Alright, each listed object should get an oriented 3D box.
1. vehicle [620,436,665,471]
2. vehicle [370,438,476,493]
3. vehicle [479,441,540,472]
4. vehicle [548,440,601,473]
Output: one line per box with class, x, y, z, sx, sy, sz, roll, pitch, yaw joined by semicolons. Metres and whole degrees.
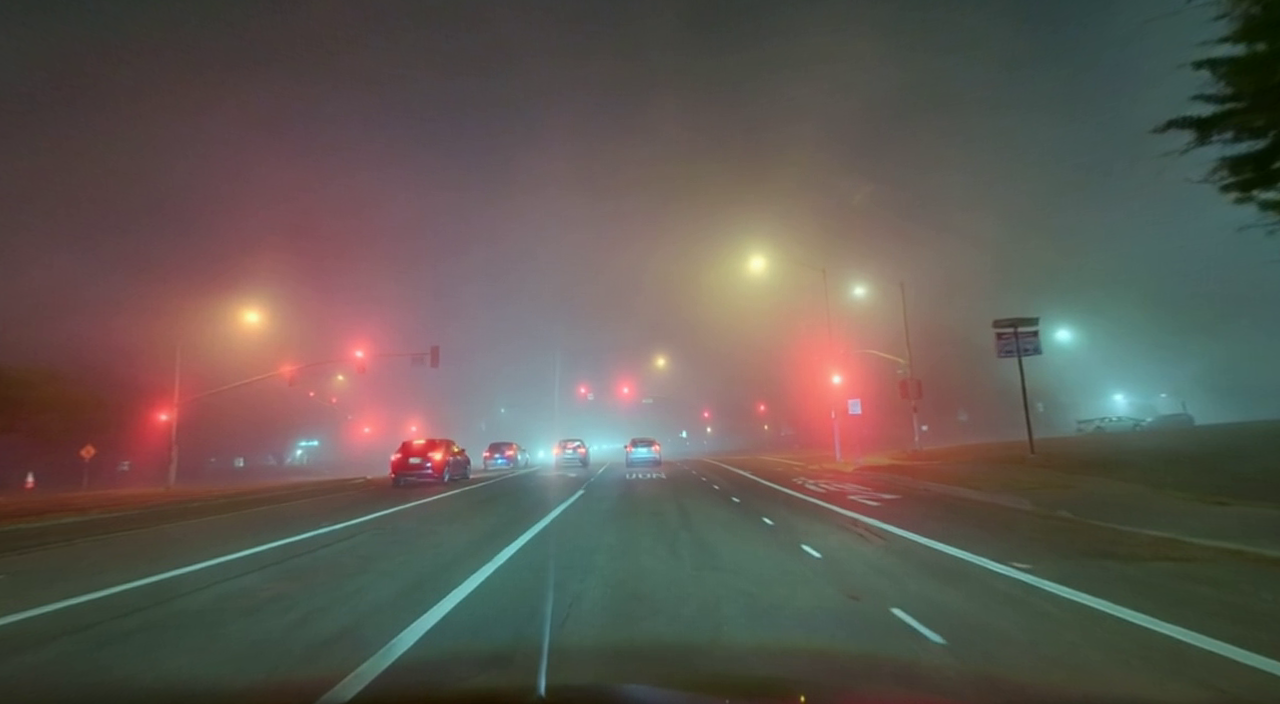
vehicle;0.119;4.758;29.742;1.985;1.521;3.968;0;-8;1
vehicle;-6.749;3.554;20.161;1.869;1.570;4.064;0;-8;1
vehicle;-6.493;5.262;32.037;2.074;1.447;4.224;0;-8;2
vehicle;-2.961;4.828;29.407;1.946;1.437;4.154;0;-8;1
